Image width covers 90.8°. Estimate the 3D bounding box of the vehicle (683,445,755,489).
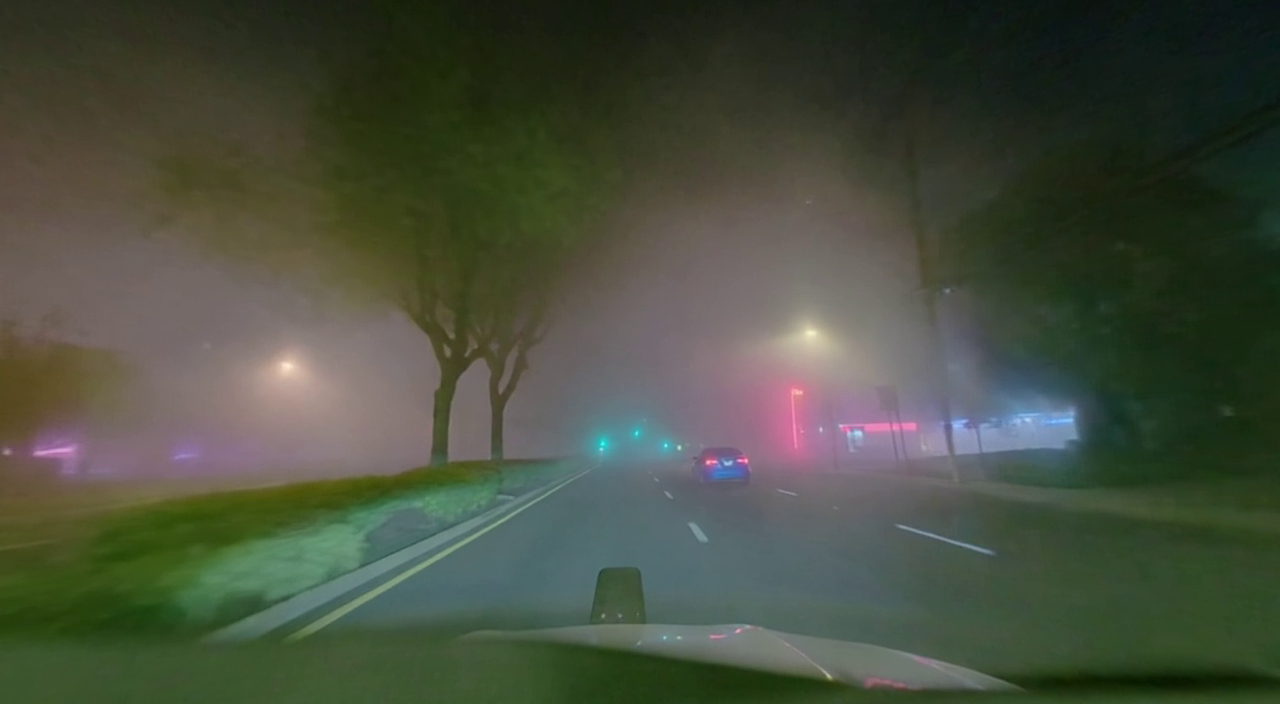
[{"bbox_3d":[2.743,4.088,22.791,1.929,1.411,4.284,0,-8,-2],"label":"vehicle"}]
